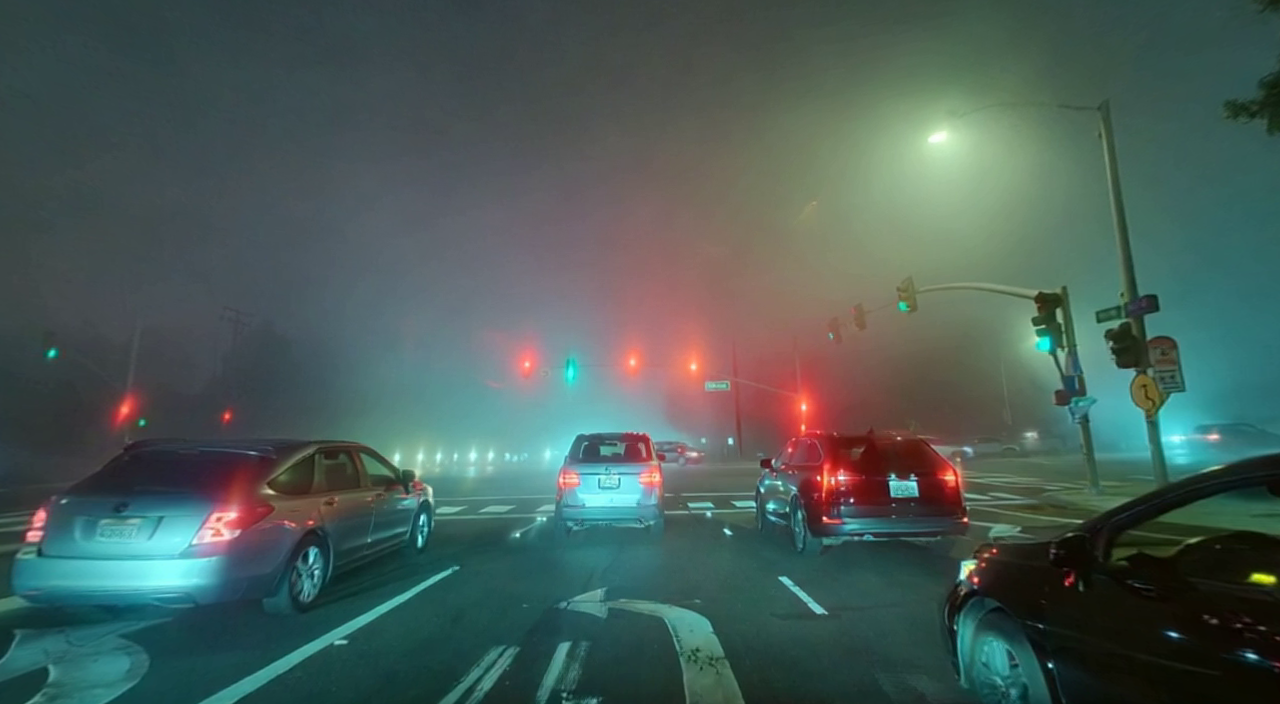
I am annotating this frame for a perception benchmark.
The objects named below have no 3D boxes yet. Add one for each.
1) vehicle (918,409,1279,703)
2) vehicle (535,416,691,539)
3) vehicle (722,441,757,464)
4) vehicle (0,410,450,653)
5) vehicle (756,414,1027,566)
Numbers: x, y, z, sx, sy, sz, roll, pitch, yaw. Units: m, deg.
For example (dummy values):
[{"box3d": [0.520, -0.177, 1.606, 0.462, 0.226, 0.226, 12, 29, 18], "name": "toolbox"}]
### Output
[{"box3d": [3.257, 1.025, 2.846, 1.960, 1.460, 4.233, 0, -8, -2], "name": "vehicle"}, {"box3d": [-0.405, 2.088, 11.059, 2.215, 1.749, 3.976, 0, -8, -1], "name": "vehicle"}, {"box3d": [7.638, 7.753, 48.775, 1.986, 1.701, 4.380, 0, -8, -1], "name": "vehicle"}, {"box3d": [-3.538, 1.440, 6.171, 1.941, 1.492, 4.399, 0, -8, 1], "name": "vehicle"}, {"box3d": [3.294, 1.899, 9.487, 2.097, 1.707, 4.461, 0, -8, -2], "name": "vehicle"}]
